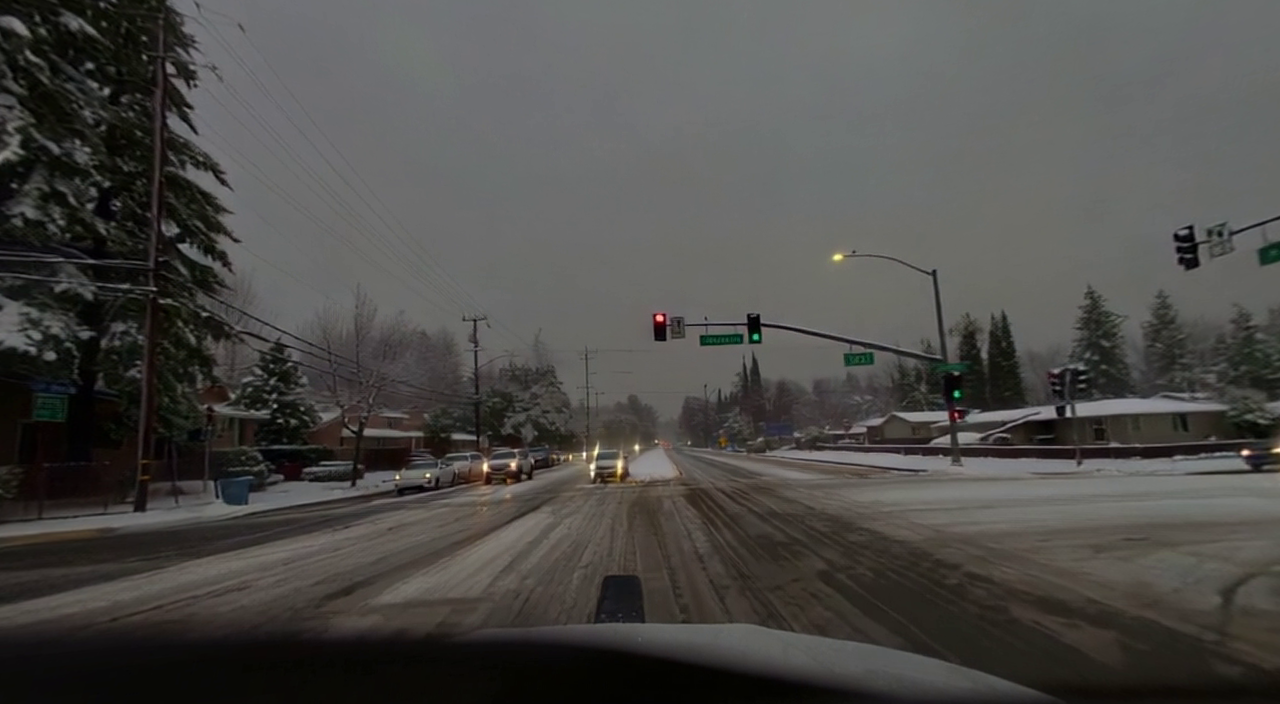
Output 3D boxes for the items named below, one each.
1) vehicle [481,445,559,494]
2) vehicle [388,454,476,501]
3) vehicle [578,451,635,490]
[{"bbox_3d":[-5.322,5.282,28.883,2.479,1.977,5.254,-1,-9,1],"label":"vehicle"},{"bbox_3d":[-9.115,5.508,28.183,2.241,1.819,4.690,-1,-9,1],"label":"vehicle"},{"bbox_3d":[-1.363,5.139,27.815,2.174,1.477,4.805,-1,-9,1],"label":"vehicle"}]
